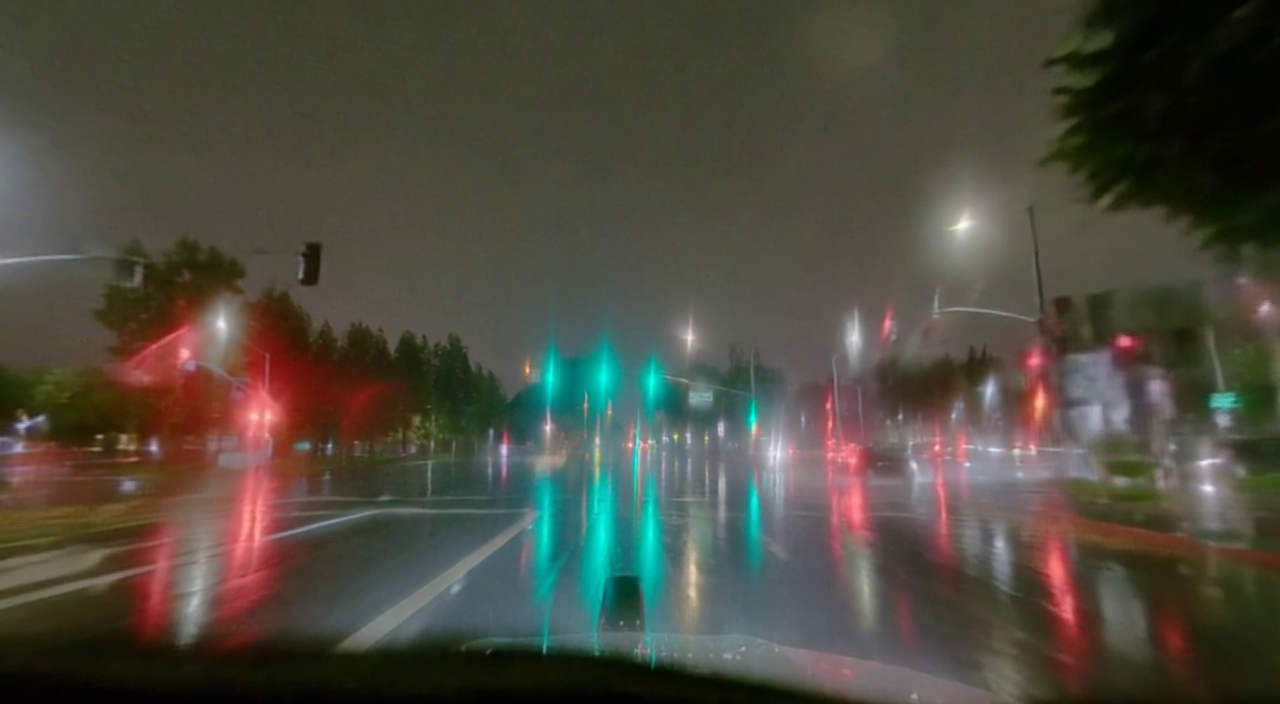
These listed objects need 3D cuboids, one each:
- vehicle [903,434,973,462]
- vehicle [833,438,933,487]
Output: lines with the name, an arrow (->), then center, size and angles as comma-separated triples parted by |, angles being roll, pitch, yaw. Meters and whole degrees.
vehicle -> 23.353, 7.667, 49.914 | 2.802, 1.992, 6.440 | -2, -10, 5
vehicle -> 8.979, 4.033, 23.052 | 2.289, 1.503, 4.595 | -3, -11, 36
